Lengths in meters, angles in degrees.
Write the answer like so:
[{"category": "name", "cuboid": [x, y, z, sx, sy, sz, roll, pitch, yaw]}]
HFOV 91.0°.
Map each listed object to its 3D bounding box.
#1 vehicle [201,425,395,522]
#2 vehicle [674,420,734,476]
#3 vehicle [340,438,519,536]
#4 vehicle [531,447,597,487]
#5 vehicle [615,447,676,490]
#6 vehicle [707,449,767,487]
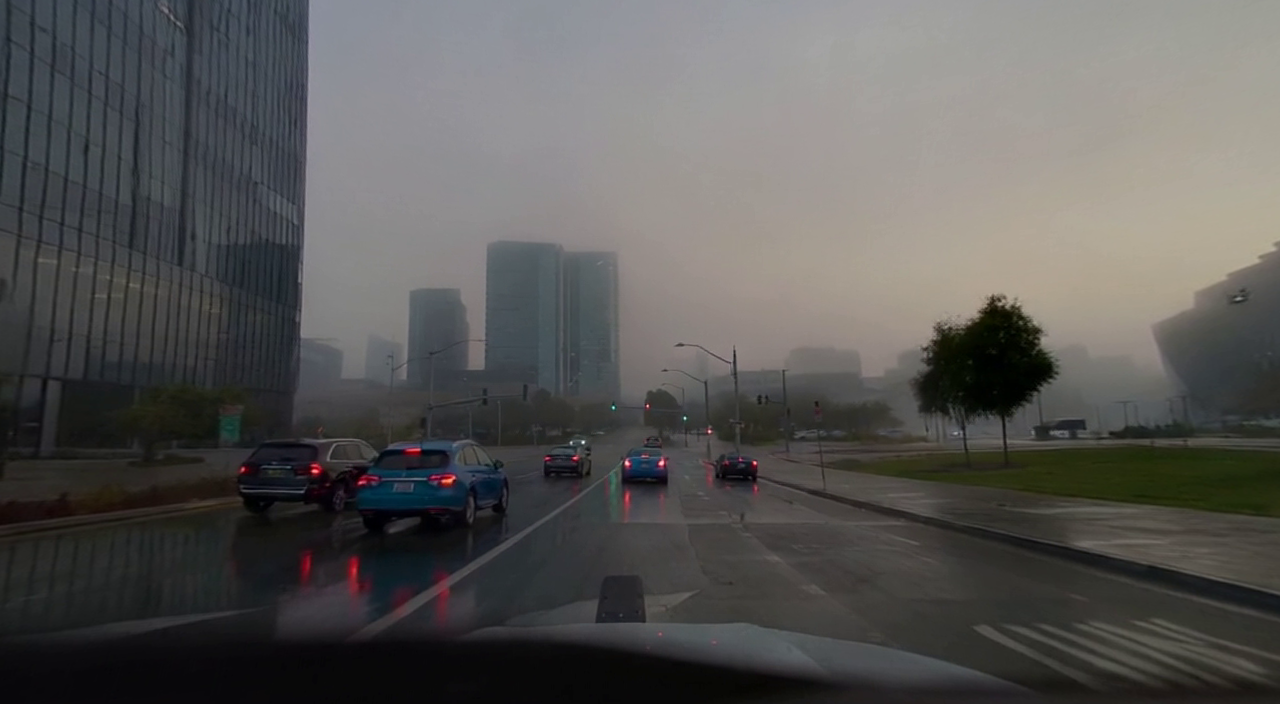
[{"category": "vehicle", "cuboid": [-7.100, 2.547, 13.670, 1.902, 1.765, 3.973, 0, -9, 1]}, {"category": "vehicle", "cuboid": [4.207, 6.739, 44.428, 3.074, 3.316, 12.953, 0, -9, 1]}, {"category": "vehicle", "cuboid": [-3.750, 2.463, 12.143, 1.933, 1.520, 4.195, 0, -9, 1]}, {"category": "vehicle", "cuboid": [-3.086, 4.746, 26.429, 2.044, 1.508, 4.479, 0, -9, 2]}, {"category": "vehicle", "cuboid": [0.209, 4.538, 24.850, 2.174, 1.509, 4.374, 0, -9, 0]}, {"category": "vehicle", "cuboid": [4.151, 5.017, 27.560, 1.940, 1.514, 4.187, 0, -9, -1]}]
